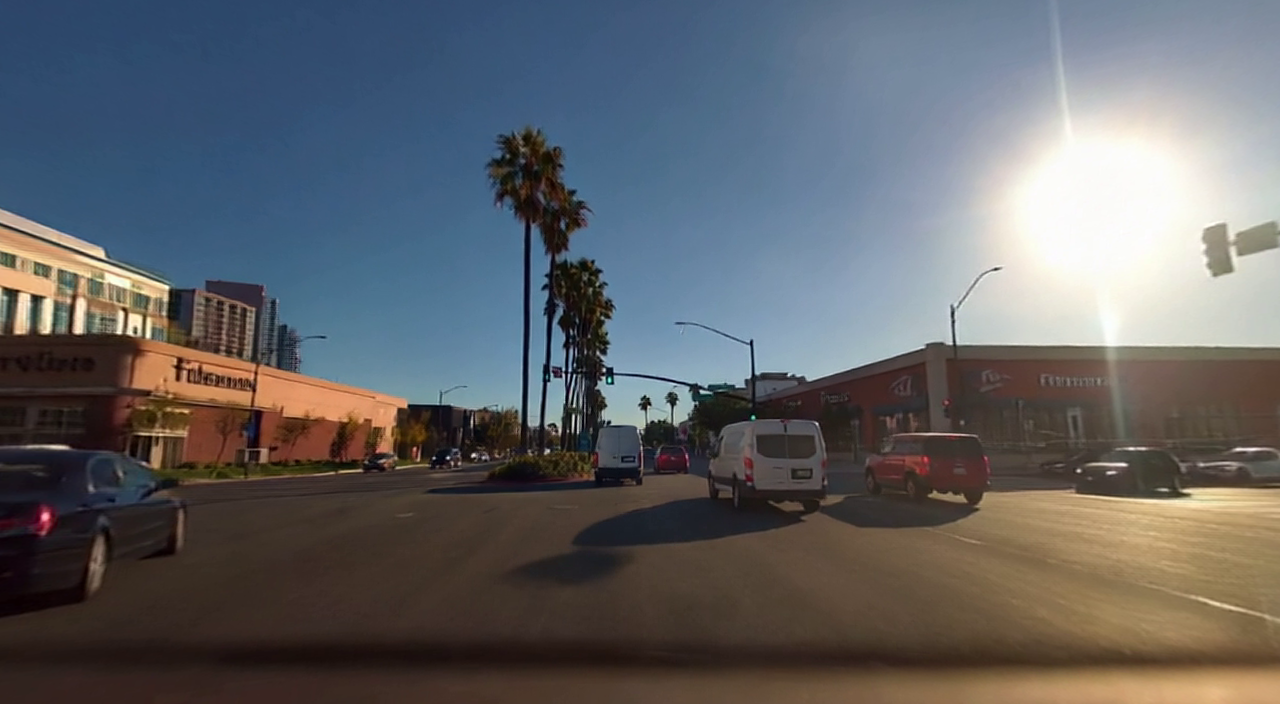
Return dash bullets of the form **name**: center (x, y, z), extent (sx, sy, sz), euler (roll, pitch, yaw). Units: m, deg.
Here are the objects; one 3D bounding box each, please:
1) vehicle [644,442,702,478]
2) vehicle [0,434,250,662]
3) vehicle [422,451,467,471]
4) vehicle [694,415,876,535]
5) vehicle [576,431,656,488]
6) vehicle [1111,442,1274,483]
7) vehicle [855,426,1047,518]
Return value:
- **vehicle**: center (1.638, 5.671, 33.489), extent (2.462, 1.736, 4.899), euler (0, -9, -4)
- **vehicle**: center (-5.515, 1.506, 5.720), extent (1.997, 1.430, 4.655), euler (2, -9, -14)
- **vehicle**: center (-15.107, 8.417, 49.038), extent (2.067, 1.435, 4.558), euler (0, -8, -1)
- **vehicle**: center (2.461, 2.255, 12.212), extent (2.200, 1.847, 4.618), euler (0, -9, -3)
- **vehicle**: center (-0.964, 4.274, 25.454), extent (2.848, 1.991, 5.706), euler (0, -9, -2)
- **vehicle**: center (20.752, 4.167, 23.844), extent (4.412, 1.441, 2.181), euler (2, -10, -8)
- **vehicle**: center (6.898, 2.701, 14.727), extent (2.023, 1.771, 4.488), euler (0, -9, -2)
